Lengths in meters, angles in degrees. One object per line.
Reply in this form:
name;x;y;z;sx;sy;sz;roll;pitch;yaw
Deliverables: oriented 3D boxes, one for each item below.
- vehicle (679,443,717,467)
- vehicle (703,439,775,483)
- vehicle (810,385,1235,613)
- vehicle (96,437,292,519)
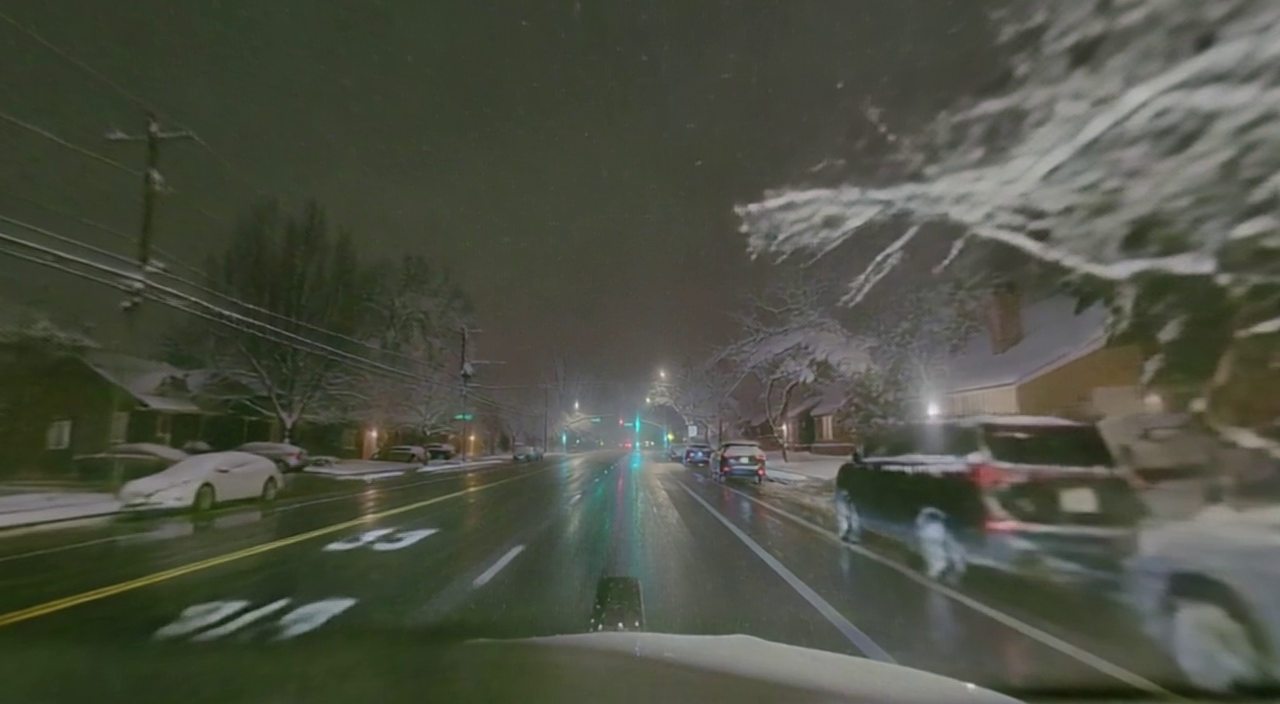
vehicle;3.932;7.075;43.623;1.997;1.510;4.555;0;-9;-3
vehicle;3.950;4.456;26.073;1.999;1.615;4.513;0;-9;-3
vehicle;3.906;1.599;7.840;2.120;1.916;4.836;0;-9;-1
vehicle;-10.930;3.122;15.976;1.964;1.667;4.217;-3;-10;-2
